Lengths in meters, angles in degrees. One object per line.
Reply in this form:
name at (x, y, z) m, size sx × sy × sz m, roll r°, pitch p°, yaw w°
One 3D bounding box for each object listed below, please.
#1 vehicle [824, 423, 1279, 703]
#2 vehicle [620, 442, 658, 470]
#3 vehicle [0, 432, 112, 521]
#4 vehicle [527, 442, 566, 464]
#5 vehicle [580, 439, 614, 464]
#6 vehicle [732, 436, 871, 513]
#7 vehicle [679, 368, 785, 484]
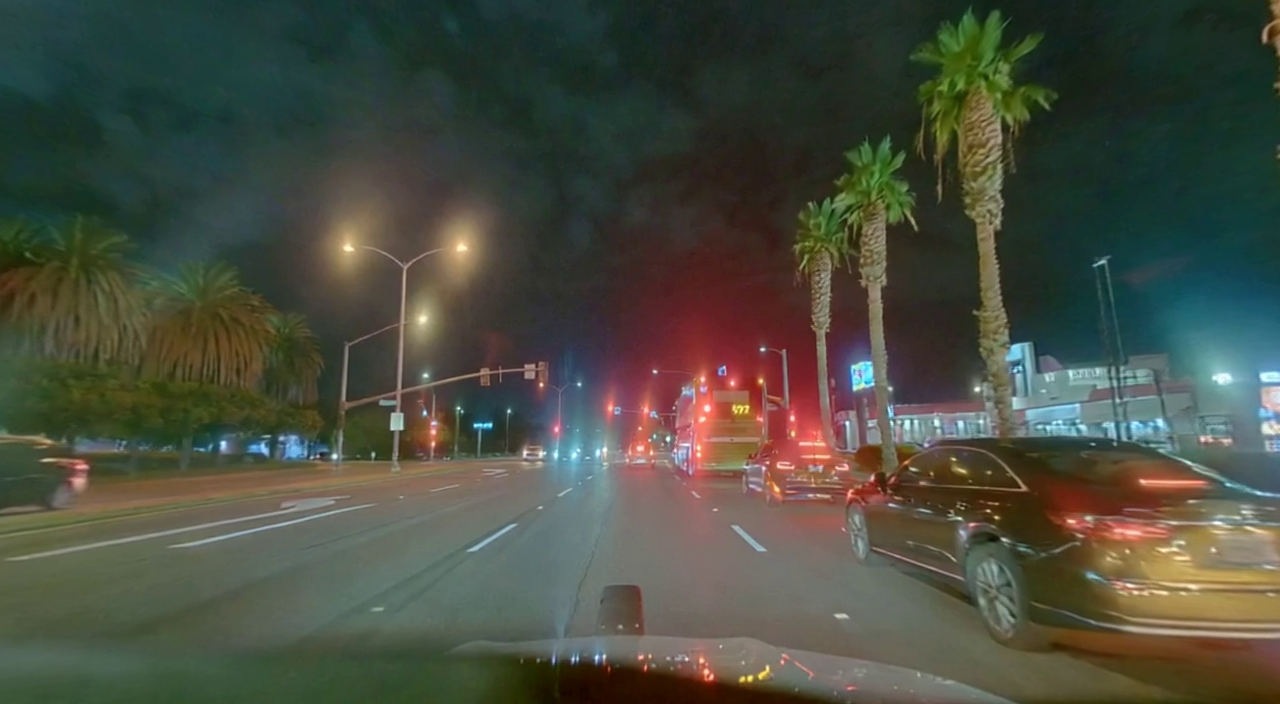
vehicle at (3.343, 1.454, 5.529) m, size 2.063 × 1.483 × 4.620 m, roll 0°, pitch -9°, yaw 0°
vehicle at (0.007, 5.923, 36.236) m, size 2.060 × 1.499 × 3.831 m, roll 0°, pitch -9°, yaw 1°
vehicle at (-13.723, 2.510, 12.827) m, size 2.101 × 1.740 × 4.543 m, roll 0°, pitch -9°, yaw -2°
vehicle at (-6.735, 7.324, 46.094) m, size 1.927 × 1.480 × 4.832 m, roll -1°, pitch -9°, yaw 2°
vehicle at (-3.111, 7.256, 46.120) m, size 2.020 × 1.721 × 4.366 m, roll 0°, pitch -9°, yaw 2°
vehicle at (3.600, 2.835, 15.203) m, size 1.965 × 1.519 × 5.078 m, roll 0°, pitch -9°, yaw -1°
vehicle at (3.596, 3.561, 28.728) m, size 2.970 × 4.015 × 13.606 m, roll 0°, pitch -9°, yaw 1°
